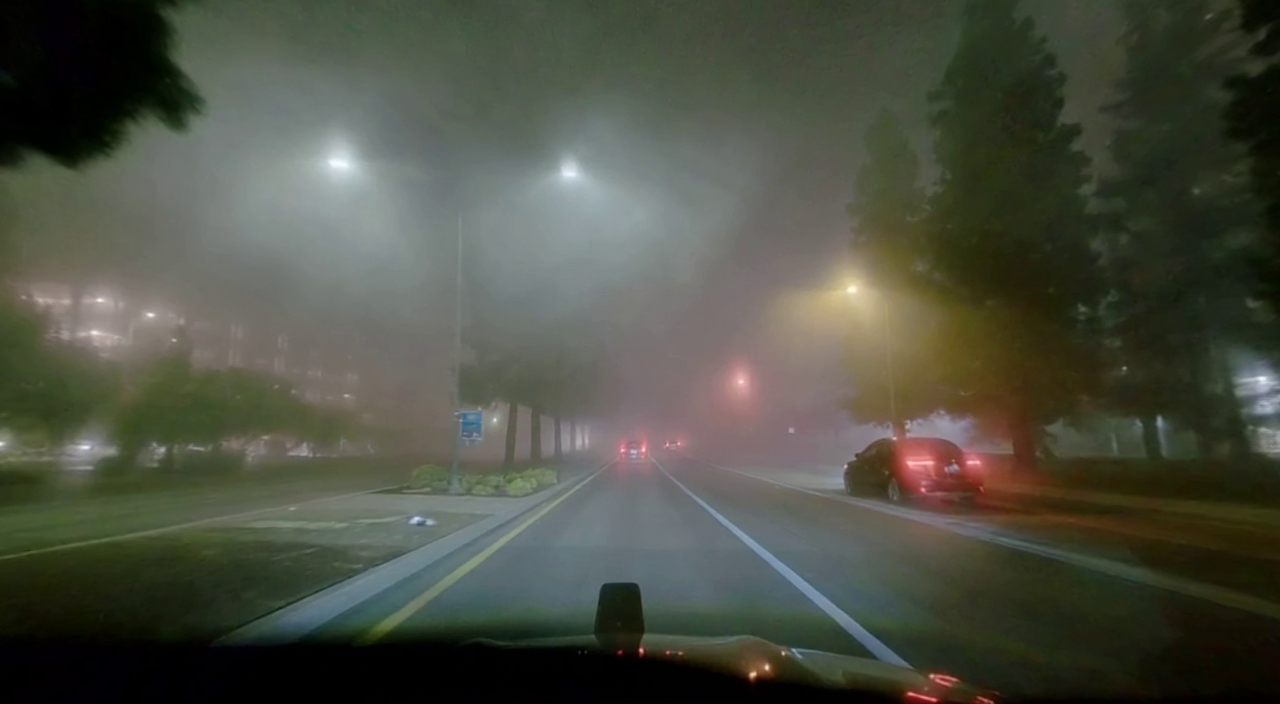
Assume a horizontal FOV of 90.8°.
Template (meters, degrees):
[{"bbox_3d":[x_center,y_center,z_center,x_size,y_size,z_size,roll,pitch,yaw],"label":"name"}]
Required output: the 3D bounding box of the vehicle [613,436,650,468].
[{"bbox_3d":[-0.478,6.160,39.012,2.193,1.794,4.457,0,-8,0],"label":"vehicle"}]

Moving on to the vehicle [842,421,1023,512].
[{"bbox_3d":[6.626,2.643,15.037,2.026,1.804,4.565,0,-8,-1],"label":"vehicle"}]
